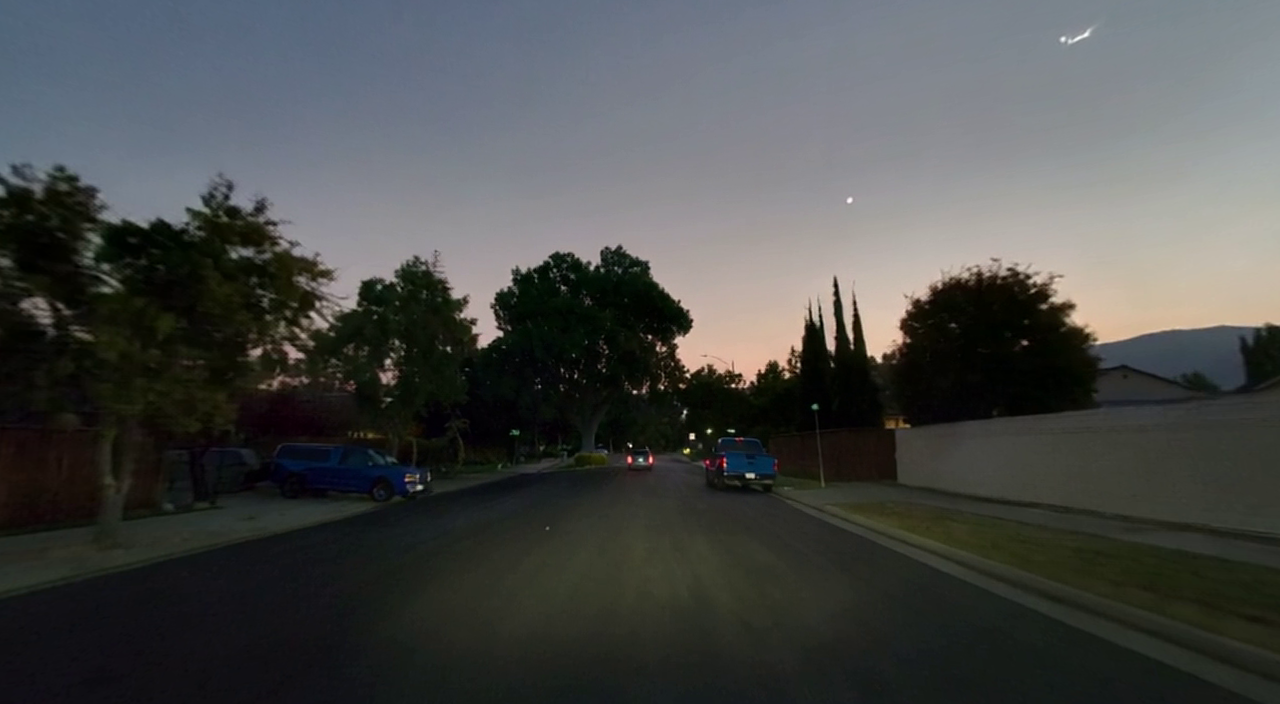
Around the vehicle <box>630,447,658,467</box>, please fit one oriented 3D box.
[{"bbox_3d":[0.324,8.009,48.278,2.064,1.477,3.968,0,-9,1],"label":"vehicle"}]

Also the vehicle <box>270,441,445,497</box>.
[{"bbox_3d":[-9.476,3.950,21.479,4.947,1.769,2.023,0,-9,2],"label":"vehicle"}]

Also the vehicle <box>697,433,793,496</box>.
[{"bbox_3d":[3.475,3.864,22.240,2.394,1.901,5.759,0,-9,0],"label":"vehicle"}]
